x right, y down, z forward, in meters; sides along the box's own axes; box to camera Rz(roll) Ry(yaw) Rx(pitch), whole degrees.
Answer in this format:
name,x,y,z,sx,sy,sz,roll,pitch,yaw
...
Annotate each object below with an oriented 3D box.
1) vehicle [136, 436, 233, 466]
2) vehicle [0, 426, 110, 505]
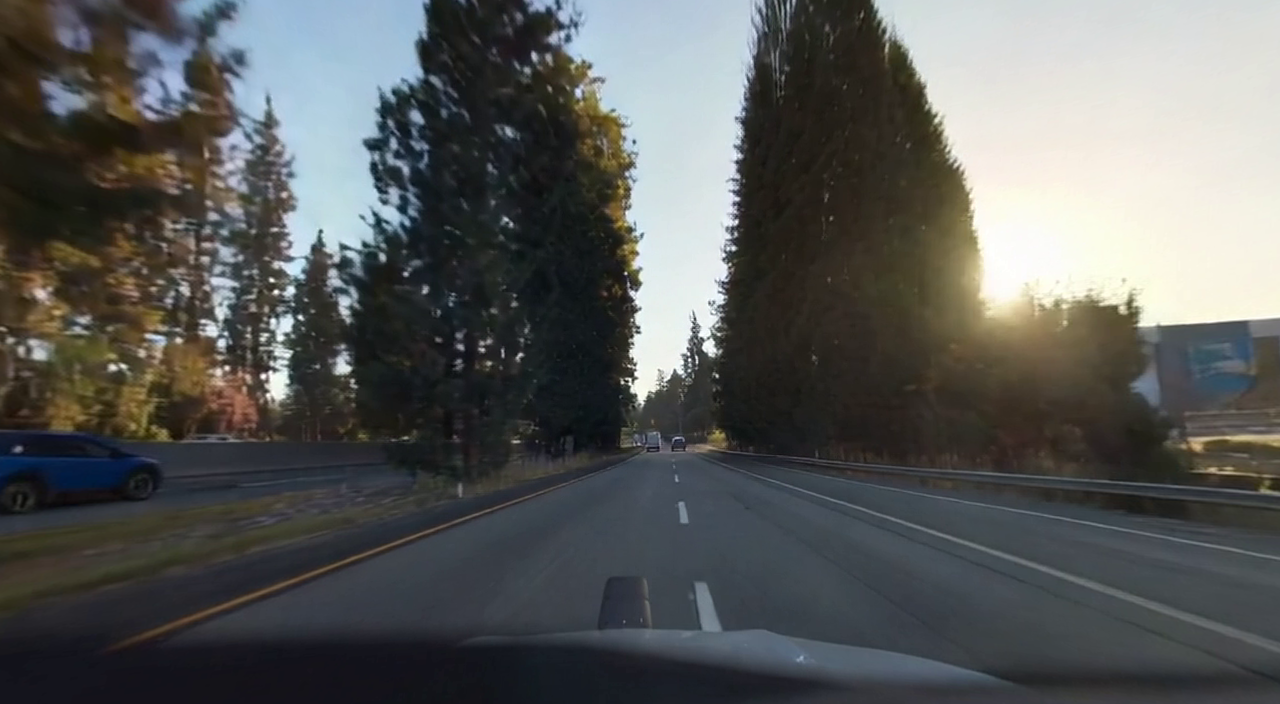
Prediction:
name,x,y,z,sx,sy,sz,roll,pitch,yaw
vehicle,-27.666,6.029,38.570,2.012,1.687,4.997,-1,-8,3
vehicle,-13.855,2.345,13.043,1.902,1.567,4.247,-1,-8,4
